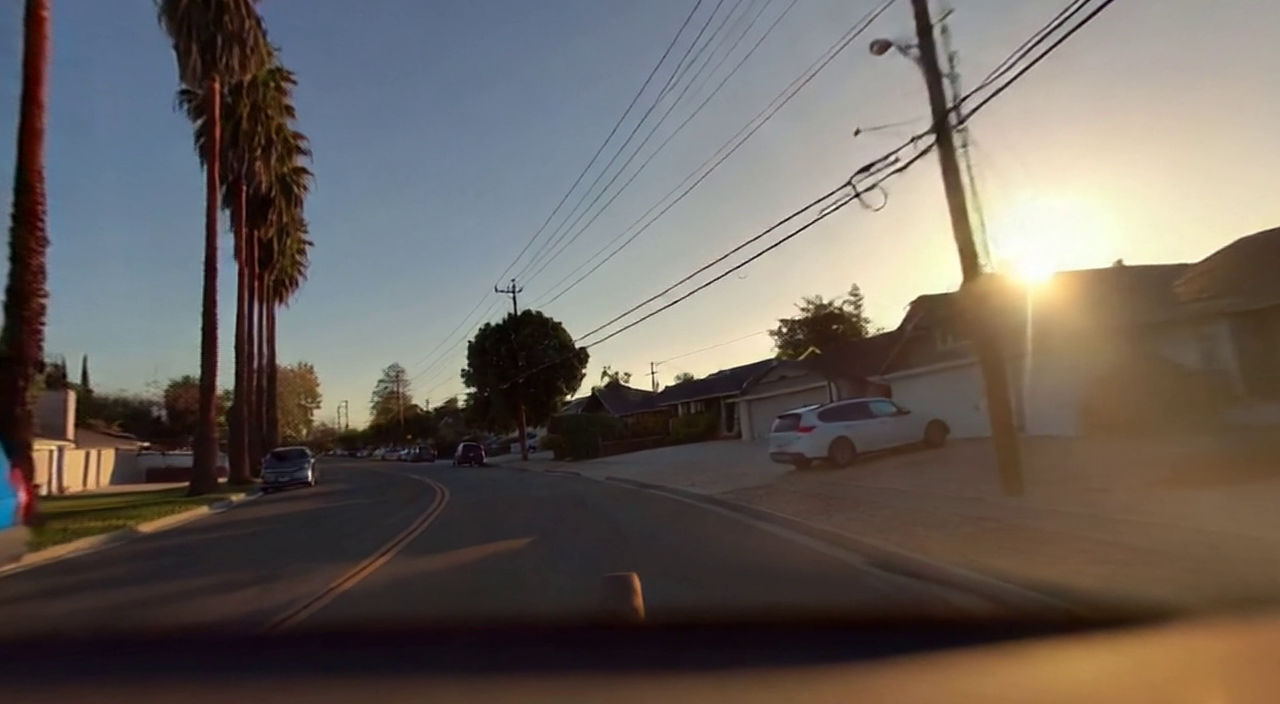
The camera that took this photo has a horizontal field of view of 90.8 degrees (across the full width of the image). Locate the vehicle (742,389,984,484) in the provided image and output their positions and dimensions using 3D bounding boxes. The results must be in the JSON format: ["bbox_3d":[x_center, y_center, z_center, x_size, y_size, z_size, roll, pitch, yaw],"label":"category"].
[{"bbox_3d":[5.406,2.068,15.597,5.102,2.040,2.472,2,-8,-18],"label":"vehicle"}]

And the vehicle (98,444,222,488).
[{"bbox_3d":[-22.004,5.191,29.173,4.060,1.843,1.979,3,-8,-20],"label":"vehicle"}]

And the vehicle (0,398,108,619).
[{"bbox_3d":[-7.419,1.318,4.382,2.552,2.134,6.076,-3,-9,-5],"label":"vehicle"}]

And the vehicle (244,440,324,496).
[{"bbox_3d":[-13.534,4.409,24.330,2.410,1.790,4.699,1,-9,-26],"label":"vehicle"}]

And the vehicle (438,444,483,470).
[{"bbox_3d":[-11.525,6.681,40.334,1.870,1.490,3.802,4,-8,-29],"label":"vehicle"}]
